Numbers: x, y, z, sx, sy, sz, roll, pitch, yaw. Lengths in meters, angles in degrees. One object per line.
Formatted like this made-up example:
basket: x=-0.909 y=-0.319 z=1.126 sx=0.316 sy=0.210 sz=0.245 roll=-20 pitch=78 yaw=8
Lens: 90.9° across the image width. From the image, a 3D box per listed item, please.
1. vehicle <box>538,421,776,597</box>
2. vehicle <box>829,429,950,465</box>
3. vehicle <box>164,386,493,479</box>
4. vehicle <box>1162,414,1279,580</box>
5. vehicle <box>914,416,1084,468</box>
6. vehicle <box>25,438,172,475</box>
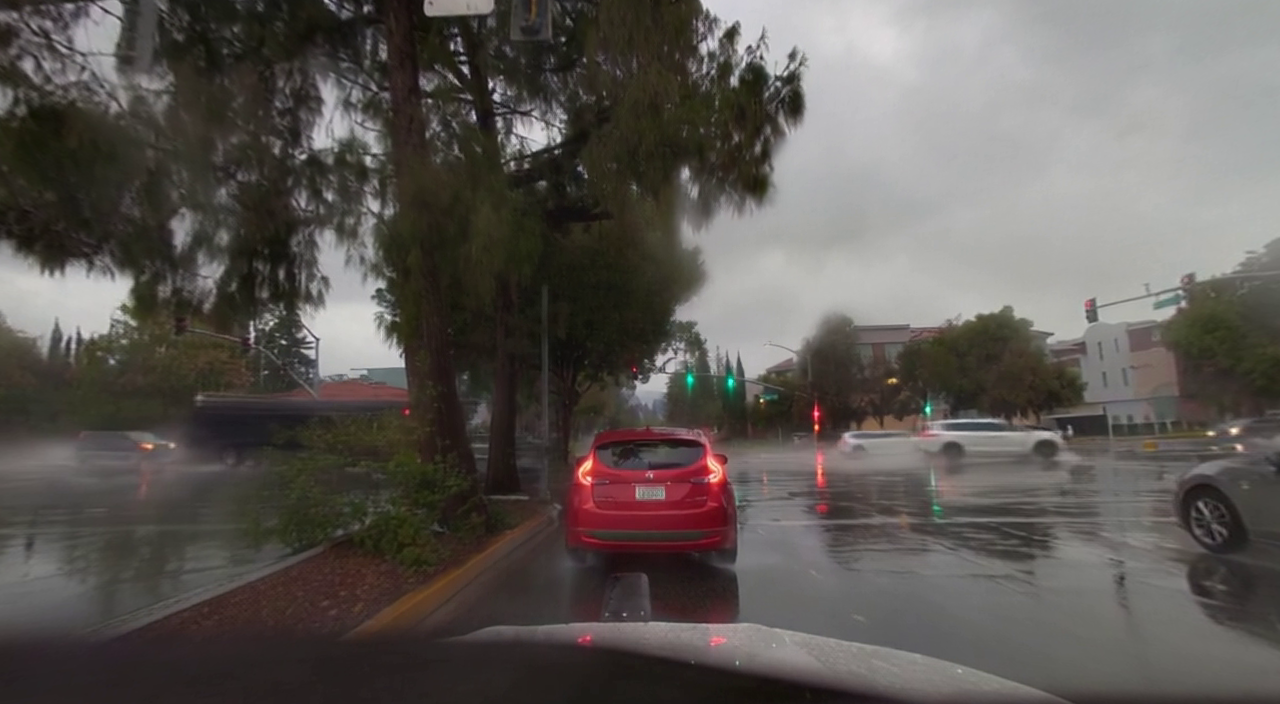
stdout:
vehicle: x=0.102 y=1.633 z=7.408 sx=2.041 sy=1.485 sz=3.813 roll=0 pitch=-8 yaw=-1
vehicle: x=10.537 y=4.022 z=26.846 sx=4.399 sy=1.445 sz=1.769 roll=0 pitch=-9 yaw=1
vehicle: x=-11.069 y=2.976 z=23.208 sx=10.544 sy=3.126 sz=2.909 roll=-1 pitch=-8 yaw=1
vehicle: x=7.072 y=1.257 z=5.151 sx=1.901 sy=1.577 sz=4.348 roll=0 pitch=-8 yaw=1
vehicle: x=13.001 y=3.303 z=23.115 sx=4.921 sy=1.757 sz=2.036 roll=0 pitch=-8 yaw=1
vehicle: x=-23.043 y=4.452 z=26.963 sx=4.517 sy=1.471 sz=1.854 roll=0 pitch=-8 yaw=0
